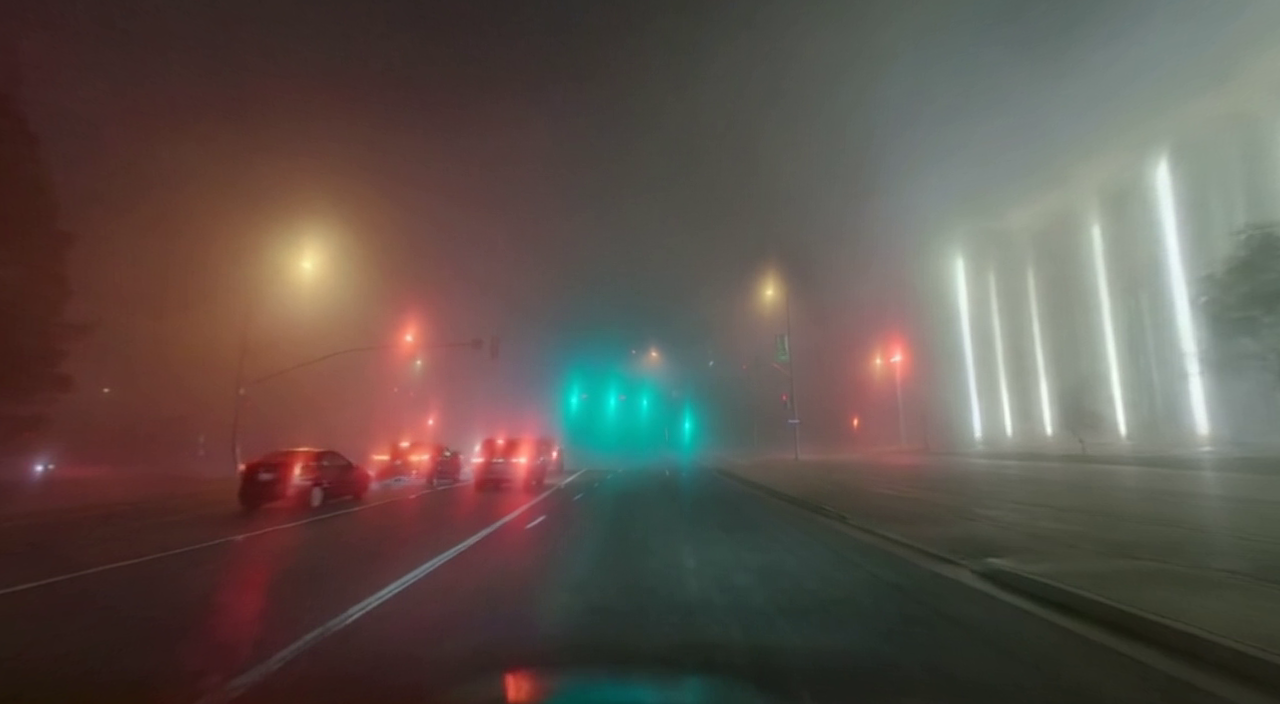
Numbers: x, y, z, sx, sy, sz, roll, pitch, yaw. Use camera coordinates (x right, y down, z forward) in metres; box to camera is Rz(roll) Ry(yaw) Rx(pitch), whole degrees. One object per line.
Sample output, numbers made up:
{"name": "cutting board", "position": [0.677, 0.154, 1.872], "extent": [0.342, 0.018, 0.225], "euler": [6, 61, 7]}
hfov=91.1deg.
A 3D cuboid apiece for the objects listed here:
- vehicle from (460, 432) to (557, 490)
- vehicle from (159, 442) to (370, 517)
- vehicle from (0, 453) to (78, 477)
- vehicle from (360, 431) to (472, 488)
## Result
{"name": "vehicle", "position": [-3.986, 3.399, 19.864], "extent": [2.043, 1.636, 4.320], "euler": [0, -9, 1]}
{"name": "vehicle", "position": [-8.261, 2.813, 14.458], "extent": [2.030, 1.440, 4.464], "euler": [0, -9, 1]}
{"name": "vehicle", "position": [-44.111, 8.182, 45.576], "extent": [4.570, 1.714, 1.969], "euler": [0, -9, -2]}
{"name": "vehicle", "position": [-7.862, 3.830, 22.645], "extent": [2.152, 1.813, 4.751], "euler": [0, -9, 2]}
